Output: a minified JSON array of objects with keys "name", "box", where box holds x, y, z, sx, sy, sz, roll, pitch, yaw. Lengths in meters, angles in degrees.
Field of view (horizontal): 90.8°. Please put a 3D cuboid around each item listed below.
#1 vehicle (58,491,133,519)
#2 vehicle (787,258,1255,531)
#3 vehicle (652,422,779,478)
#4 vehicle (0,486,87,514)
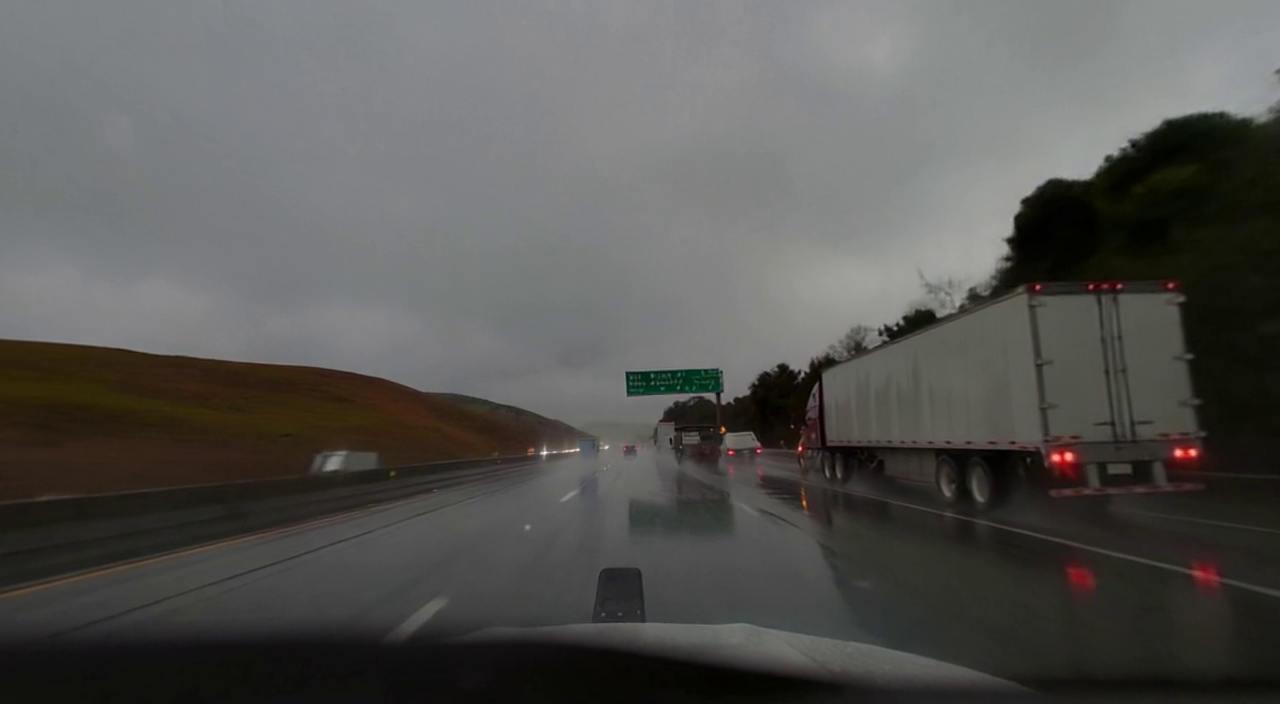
[{"name":"vehicle","box":[-36.630,10.278,42.617,1.705,1.485,3.776,0,-9,-1]},{"name":"vehicle","box":[7.594,1.811,17.751,2.935,4.187,16.357,0,-9,0]},{"name":"vehicle","box":[3.156,4.228,27.437,5.075,2.277,2.365,0,-9,-3]},{"name":"vehicle","box":[-40.882,10.098,43.320,1.837,1.540,4.565,0,-9,-2]}]
